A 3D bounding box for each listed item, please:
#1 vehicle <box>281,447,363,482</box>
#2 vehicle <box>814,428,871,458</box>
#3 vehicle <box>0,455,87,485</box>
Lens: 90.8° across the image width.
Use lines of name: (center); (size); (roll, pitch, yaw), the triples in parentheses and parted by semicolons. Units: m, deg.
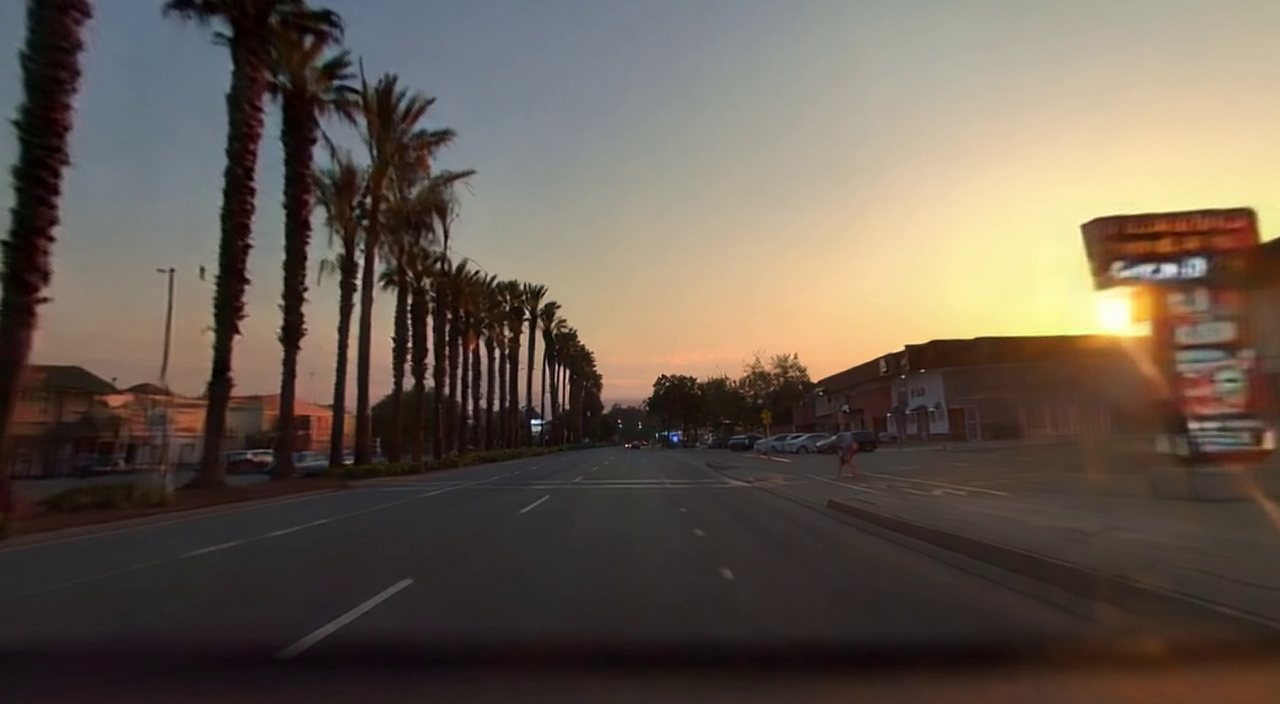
vehicle: (-16.674, 5.873, 33.370); (1.876, 1.460, 4.483); (-4, -7, 3)
vehicle: (12.454, 5.675, 39.213); (1.909, 1.686, 4.670); (0, -9, 0)
vehicle: (-37.183, 7.118, 38.205); (5.410, 1.633, 2.366); (7, -11, -39)
